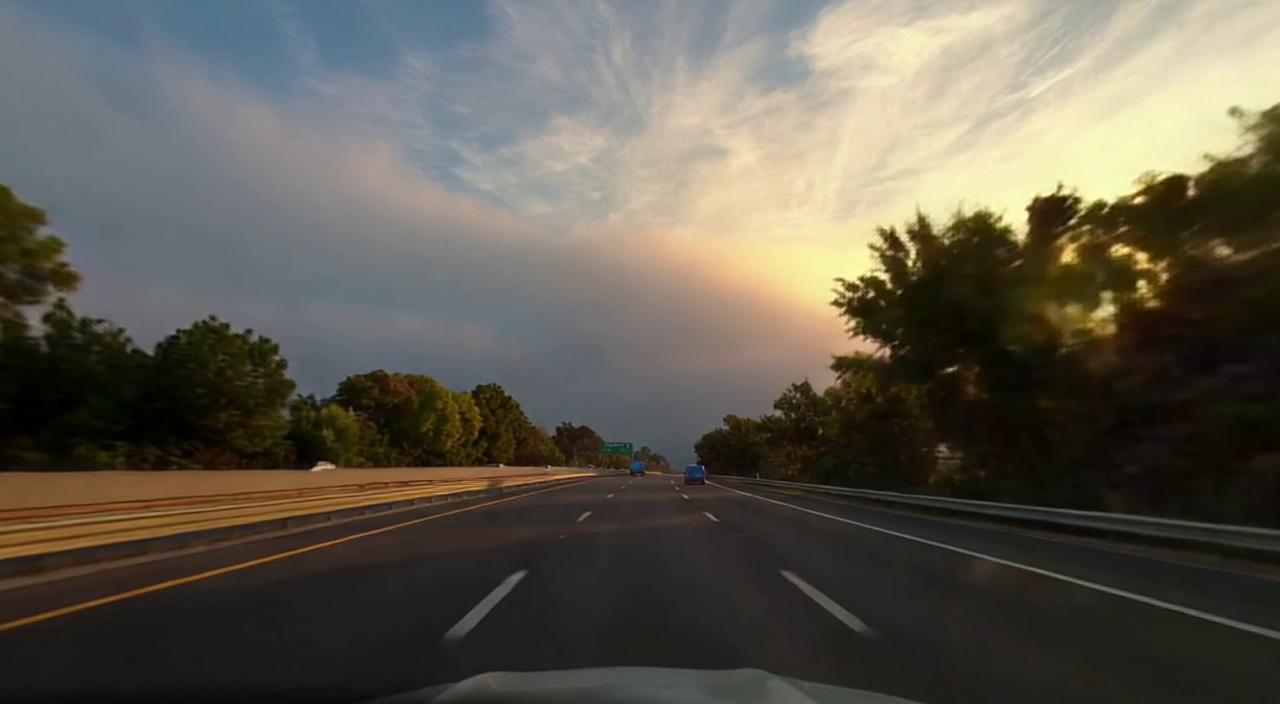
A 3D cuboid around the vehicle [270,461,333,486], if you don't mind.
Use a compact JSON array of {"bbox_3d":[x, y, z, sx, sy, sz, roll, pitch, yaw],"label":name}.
[{"bbox_3d":[-20.540,7.385,38.370,1.697,1.419,3.598,0,-11,1],"label":"vehicle"}]
